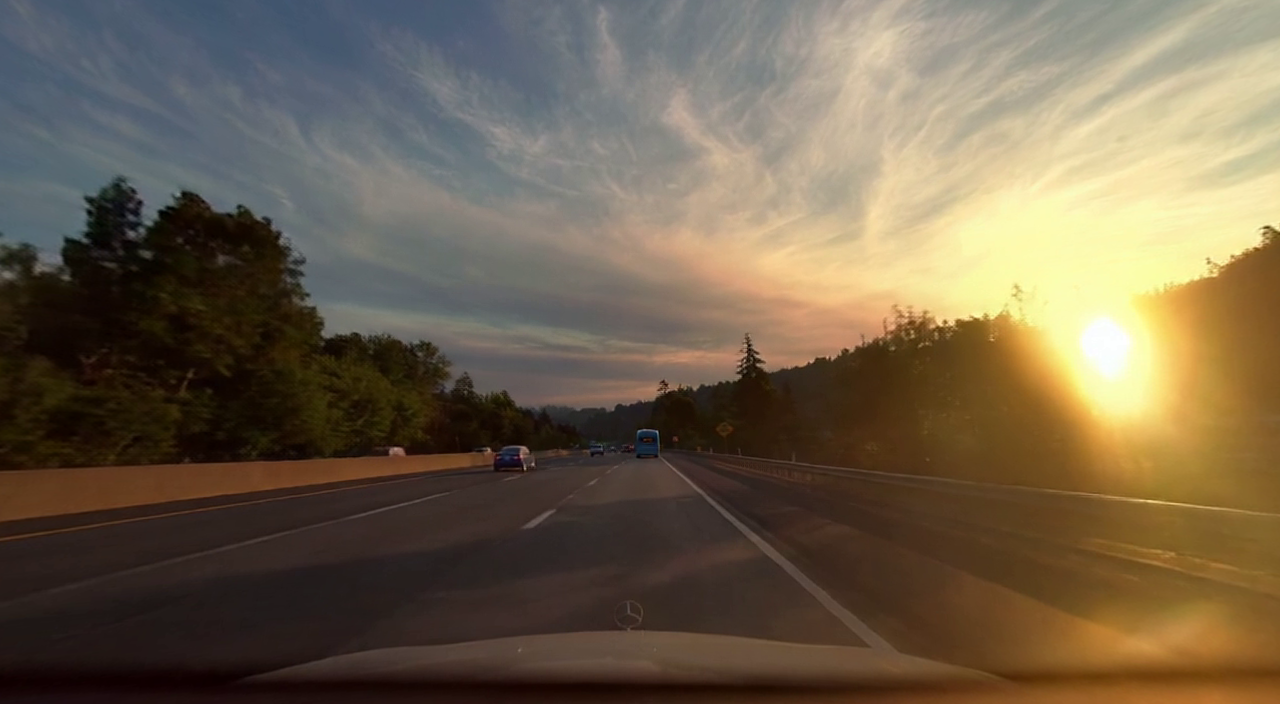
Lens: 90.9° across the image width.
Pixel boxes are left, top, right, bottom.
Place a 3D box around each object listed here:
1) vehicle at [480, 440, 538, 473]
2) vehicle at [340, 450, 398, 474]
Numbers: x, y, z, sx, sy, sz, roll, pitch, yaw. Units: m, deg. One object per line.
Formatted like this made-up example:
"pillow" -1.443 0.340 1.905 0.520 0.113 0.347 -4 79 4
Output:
"vehicle" -7.073 5.682 34.507 2.080 1.674 4.660 0 -8 1
"vehicle" -17.622 7.141 41.252 1.785 1.448 4.517 0 -8 1
